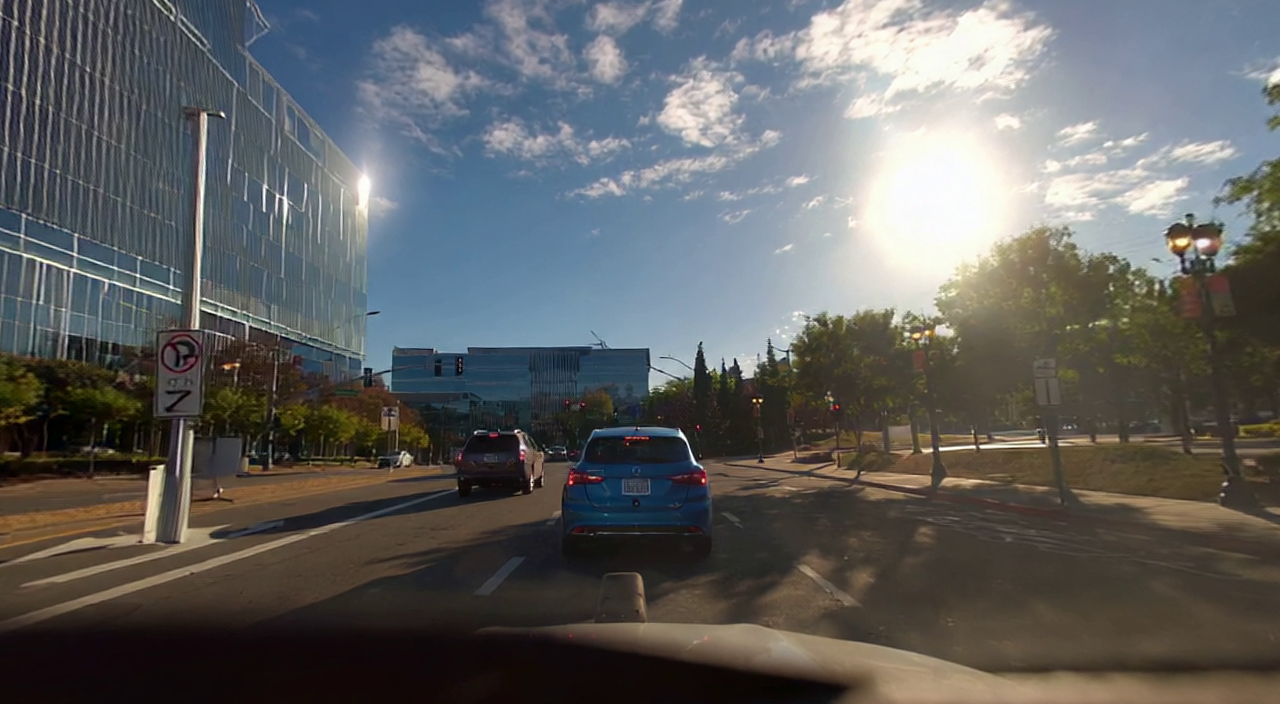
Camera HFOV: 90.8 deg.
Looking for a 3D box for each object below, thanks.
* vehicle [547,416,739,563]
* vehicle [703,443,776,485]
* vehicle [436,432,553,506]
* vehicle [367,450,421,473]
[{"bbox_3d":[0.018,1.887,9.404,2.207,1.659,4.155,0,-8,0],"label":"vehicle"},{"bbox_3d":[3.725,4.259,24.457,2.082,1.445,4.426,0,-8,0],"label":"vehicle"},{"bbox_3d":[-3.614,2.977,16.553,2.068,1.678,4.199,0,-8,0],"label":"vehicle"},{"bbox_3d":[-16.630,7.383,42.965,1.826,1.422,4.490,0,-8,0],"label":"vehicle"}]
